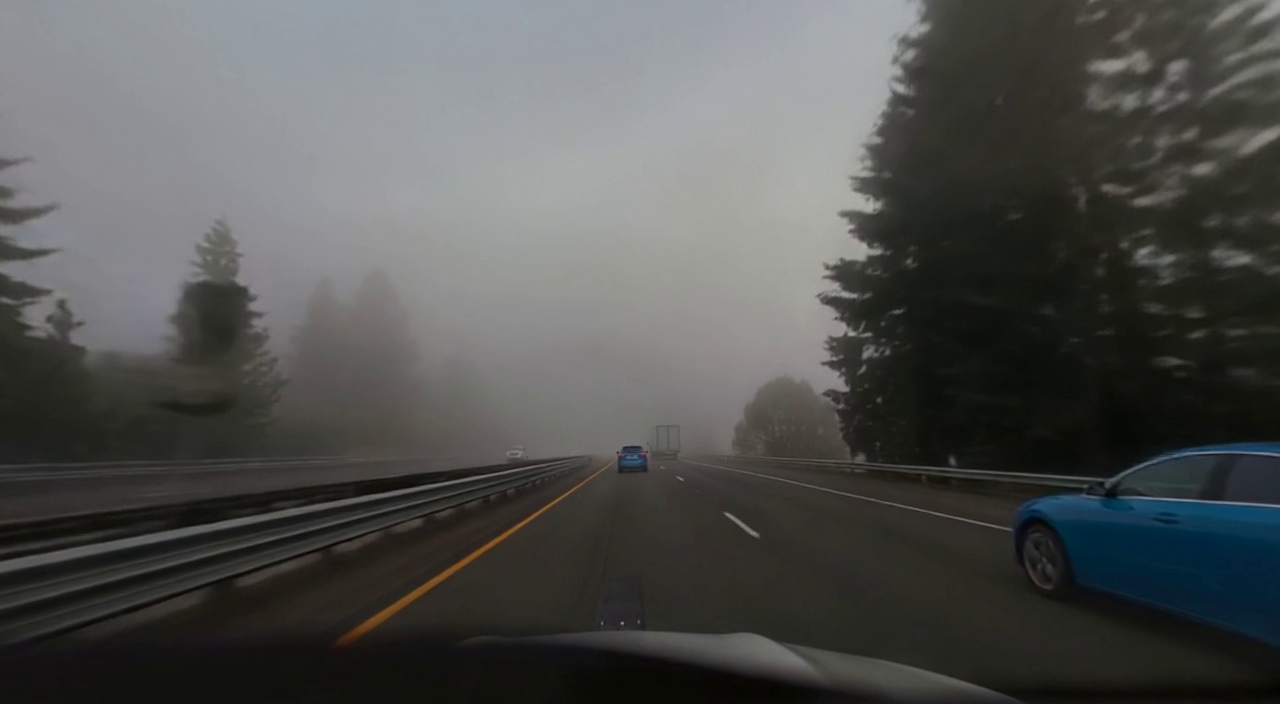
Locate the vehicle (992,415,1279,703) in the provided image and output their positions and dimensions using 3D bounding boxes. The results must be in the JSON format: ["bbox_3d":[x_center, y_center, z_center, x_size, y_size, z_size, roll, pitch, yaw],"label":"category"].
[{"bbox_3d":[4.154,1.120,3.730,1.917,1.421,3.759,0,-9,0],"label":"vehicle"}]

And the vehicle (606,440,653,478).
[{"bbox_3d":[-0.512,5.224,31.013,2.190,1.706,4.062,0,-9,-1],"label":"vehicle"}]
